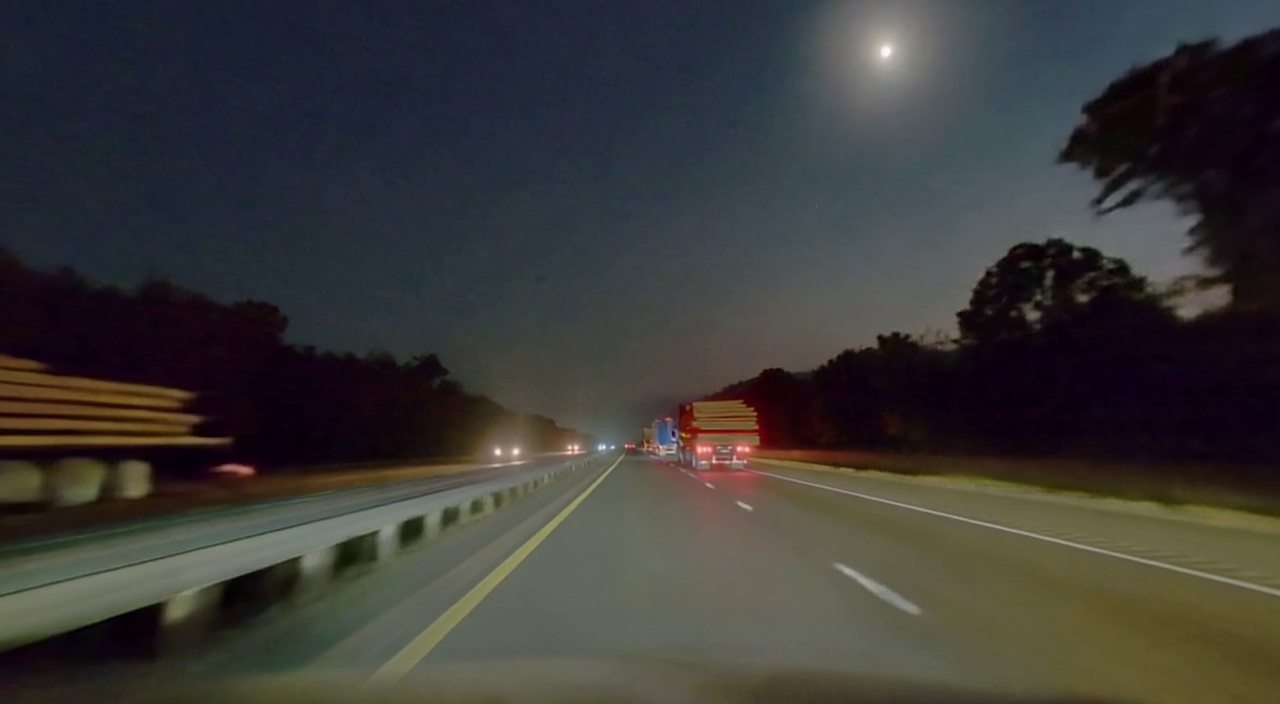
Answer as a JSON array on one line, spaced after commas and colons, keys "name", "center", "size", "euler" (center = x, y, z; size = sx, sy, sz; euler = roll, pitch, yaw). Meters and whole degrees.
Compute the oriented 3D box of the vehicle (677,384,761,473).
[{"name": "vehicle", "center": [4.038, 4.513, 35.780], "size": [3.024, 4.065, 13.796], "euler": [0, -8, 0]}]
